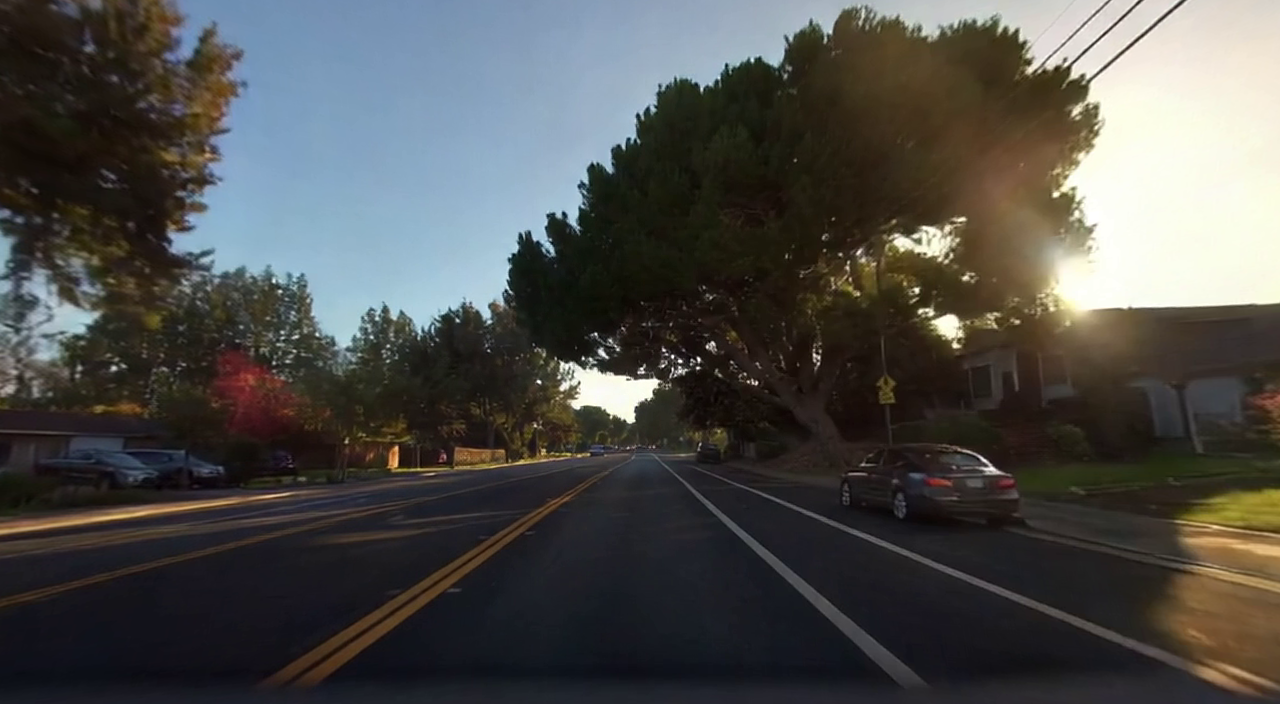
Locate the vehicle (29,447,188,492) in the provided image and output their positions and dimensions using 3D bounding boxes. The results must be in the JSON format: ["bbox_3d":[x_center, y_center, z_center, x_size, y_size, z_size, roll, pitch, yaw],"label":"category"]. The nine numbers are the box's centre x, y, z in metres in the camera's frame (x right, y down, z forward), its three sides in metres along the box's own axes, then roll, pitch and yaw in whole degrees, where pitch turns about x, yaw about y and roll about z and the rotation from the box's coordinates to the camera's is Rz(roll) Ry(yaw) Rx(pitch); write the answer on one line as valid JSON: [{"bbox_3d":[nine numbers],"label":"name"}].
[{"bbox_3d":[-21.589,4.779,25.763,4.610,1.721,2.019,0,-9,-1],"label":"vehicle"}]

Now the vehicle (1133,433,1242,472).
[{"bbox_3d":[22.887,4.184,26.539,1.783,1.494,3.909,-3,-8,14],"label":"vehicle"}]

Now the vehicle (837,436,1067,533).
[{"bbox_3d":[5.423,2.337,11.790,1.935,1.453,4.488,0,-9,-1],"label":"vehicle"}]

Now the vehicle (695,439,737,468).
[{"bbox_3d":[4.949,6.717,41.714,2.105,1.772,4.757,0,-9,0],"label":"vehicle"}]
